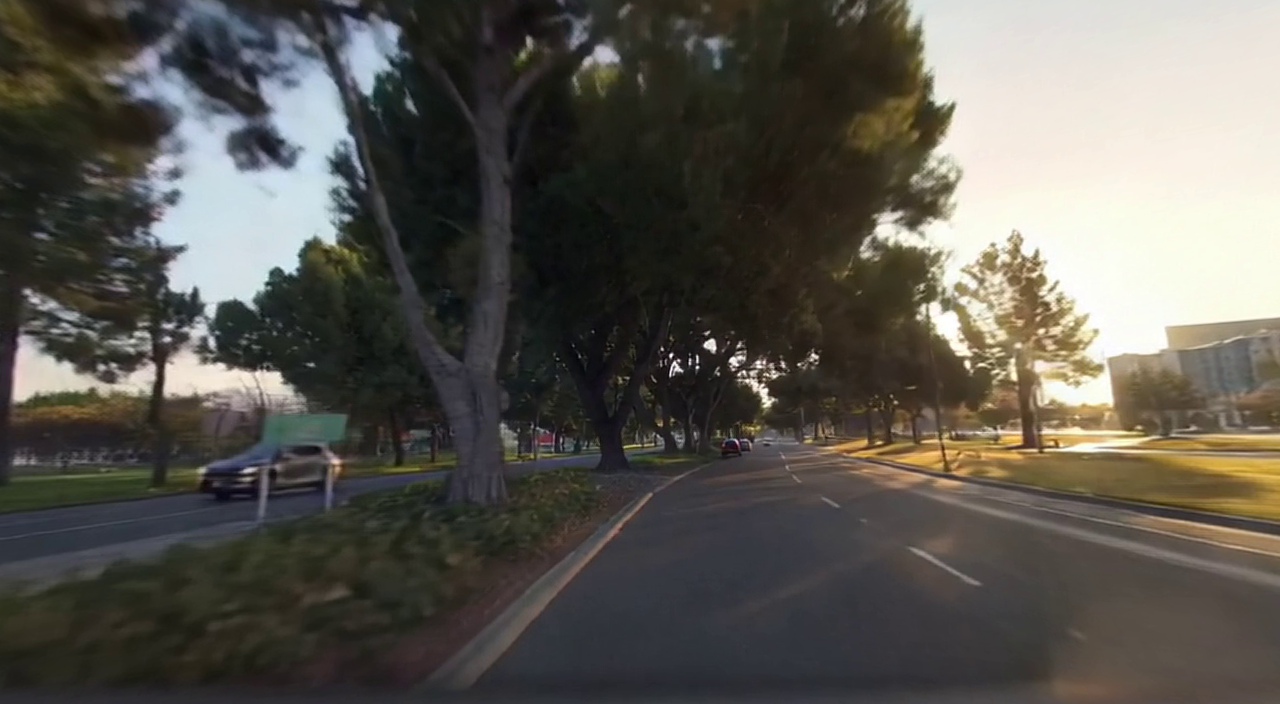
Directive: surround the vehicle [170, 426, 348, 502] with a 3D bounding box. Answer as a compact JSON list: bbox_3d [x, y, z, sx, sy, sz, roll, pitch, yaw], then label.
[{"bbox_3d":[-11.288,3.342,19.248,2.080,1.984,4.778,-1,-8,6],"label":"vehicle"}]
